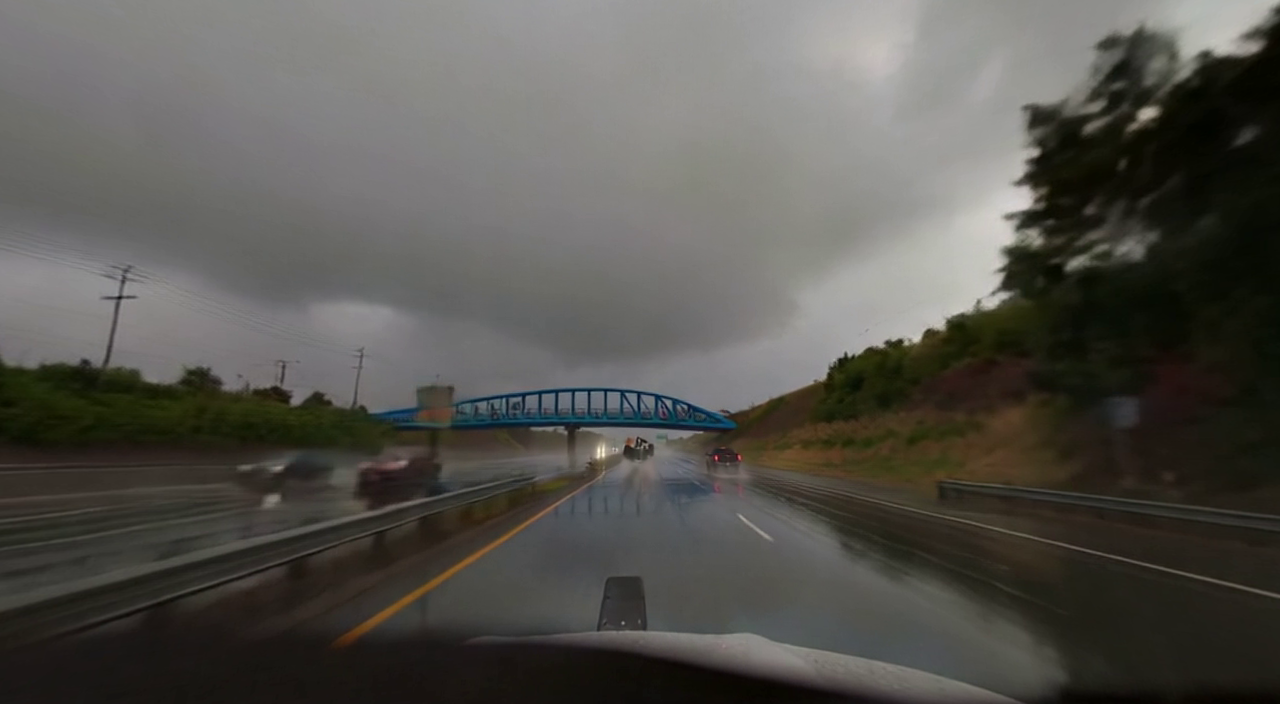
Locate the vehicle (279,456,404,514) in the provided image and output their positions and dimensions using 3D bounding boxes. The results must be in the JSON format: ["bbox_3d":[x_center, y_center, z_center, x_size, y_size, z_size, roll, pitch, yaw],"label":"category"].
[{"bbox_3d":[-8.634,3.840,18.607,1.840,1.482,3.574,0,-9,1],"label":"vehicle"}]

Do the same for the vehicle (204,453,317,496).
[{"bbox_3d":[-15.115,4.886,25.429,1.874,1.535,4.265,0,-9,0],"label":"vehicle"}]

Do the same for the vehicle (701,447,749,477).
[{"bbox_3d":[4.614,6.069,35.037,1.988,1.505,4.958,0,-9,0],"label":"vehicle"}]

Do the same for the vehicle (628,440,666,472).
[{"bbox_3d":[0.513,6.909,42.053,2.369,1.948,5.343,0,-9,2],"label":"vehicle"}]
